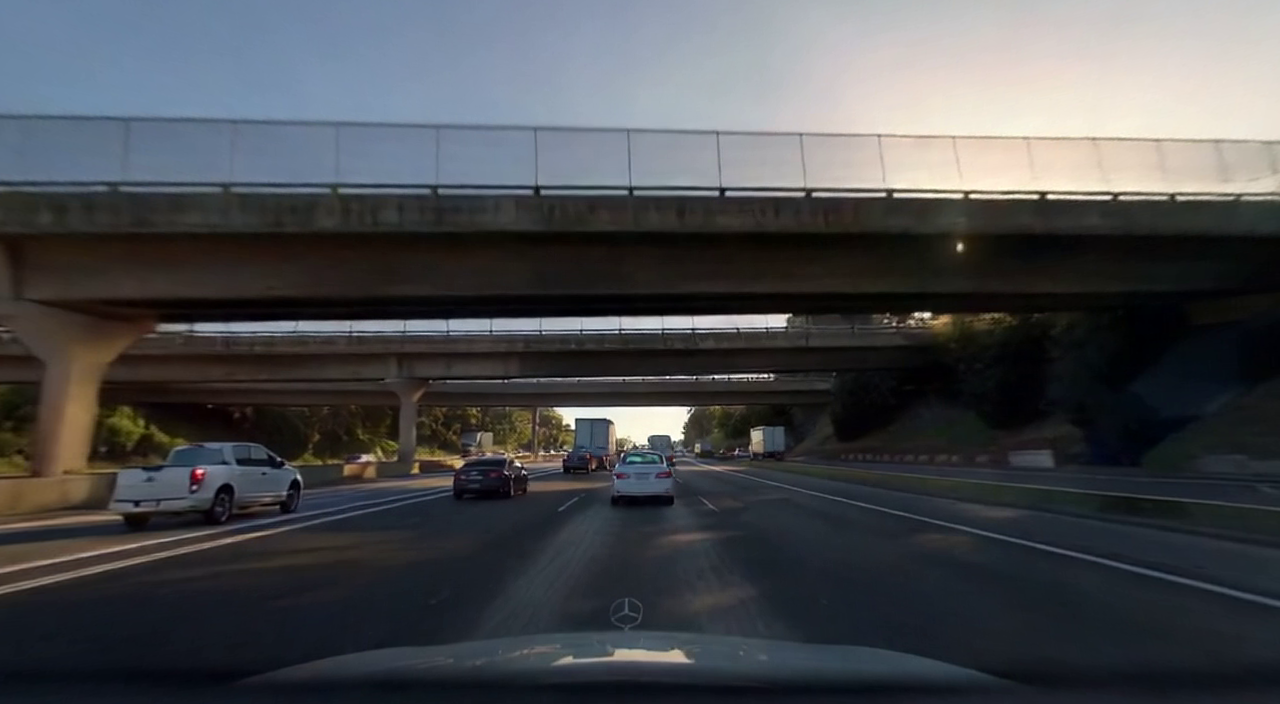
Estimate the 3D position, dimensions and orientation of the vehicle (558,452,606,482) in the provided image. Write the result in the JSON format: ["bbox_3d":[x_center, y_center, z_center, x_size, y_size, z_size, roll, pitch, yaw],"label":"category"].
[{"bbox_3d":[-3.082,5.915,32.669,1.952,1.402,4.184,2,-9,-12],"label":"vehicle"}]

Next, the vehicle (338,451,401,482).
[{"bbox_3d":[-15.706,6.633,36.778,1.860,1.673,3.921,0,-9,1],"label":"vehicle"}]

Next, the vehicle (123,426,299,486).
[{"bbox_3d":[-31.806,7.906,48.187,2.820,3.863,14.416,-1,-9,2],"label":"vehicle"}]

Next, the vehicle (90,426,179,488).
[{"bbox_3d":[-32.079,6.675,40.114,2.830,3.760,2.909,0,-9,2],"label":"vehicle"}]

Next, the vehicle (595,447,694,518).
[{"bbox_3d":[0.085,3.010,15.024,2.057,1.449,3.931,0,-9,0],"label":"vehicle"}]

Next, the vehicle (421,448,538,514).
[{"bbox_3d":[-4.115,3.363,16.965,1.929,1.509,4.331,0,-9,1],"label":"vehicle"}]
